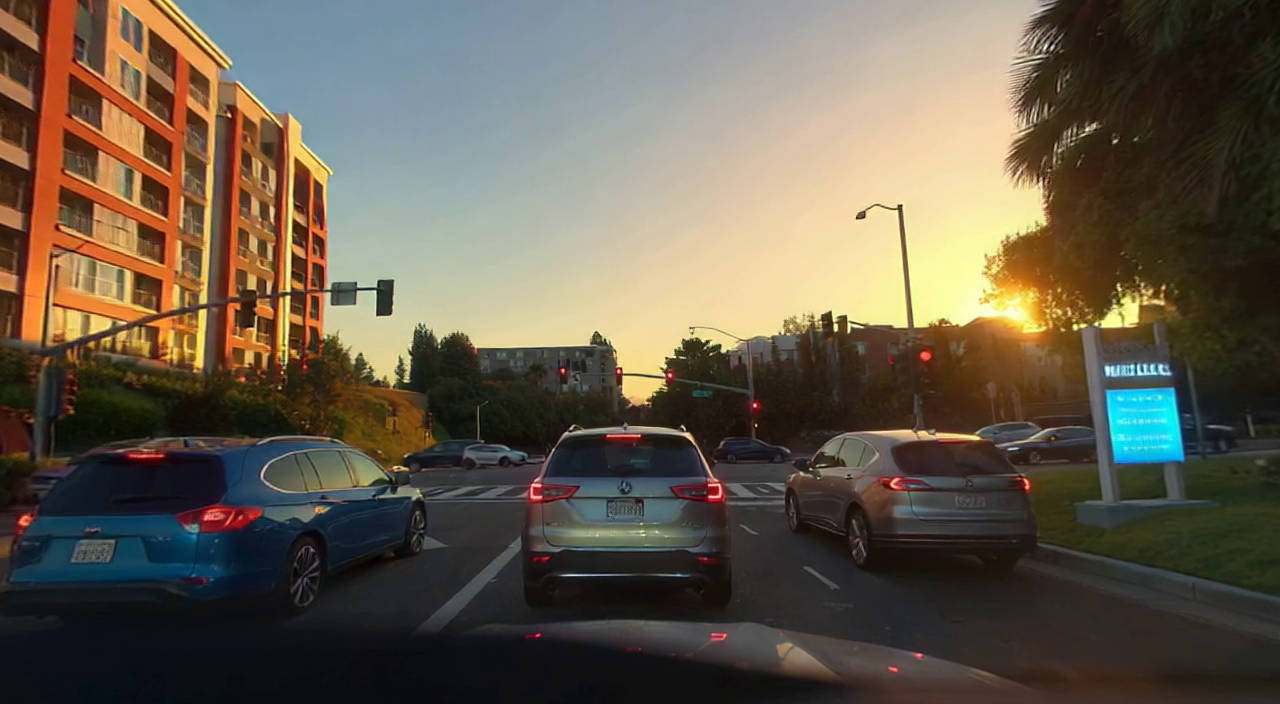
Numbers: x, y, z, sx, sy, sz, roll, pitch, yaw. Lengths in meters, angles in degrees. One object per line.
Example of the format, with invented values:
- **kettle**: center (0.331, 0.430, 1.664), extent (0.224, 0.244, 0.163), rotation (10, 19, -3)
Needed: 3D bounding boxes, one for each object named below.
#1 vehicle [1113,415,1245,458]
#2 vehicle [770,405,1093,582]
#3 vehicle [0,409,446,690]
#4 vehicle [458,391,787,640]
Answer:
- **vehicle**: center (26.364, 4.154, 30.932), extent (4.583, 2.019, 2.147), rotation (1, -9, -6)
- **vehicle**: center (3.211, 1.665, 8.254), extent (2.004, 1.646, 4.554), rotation (0, -8, -1)
- **vehicle**: center (-3.549, 1.424, 5.829), extent (1.906, 1.524, 4.547), rotation (0, -8, 2)
- **vehicle**: center (-0.133, 1.413, 6.441), extent (2.195, 1.662, 4.262), rotation (0, -8, 0)
